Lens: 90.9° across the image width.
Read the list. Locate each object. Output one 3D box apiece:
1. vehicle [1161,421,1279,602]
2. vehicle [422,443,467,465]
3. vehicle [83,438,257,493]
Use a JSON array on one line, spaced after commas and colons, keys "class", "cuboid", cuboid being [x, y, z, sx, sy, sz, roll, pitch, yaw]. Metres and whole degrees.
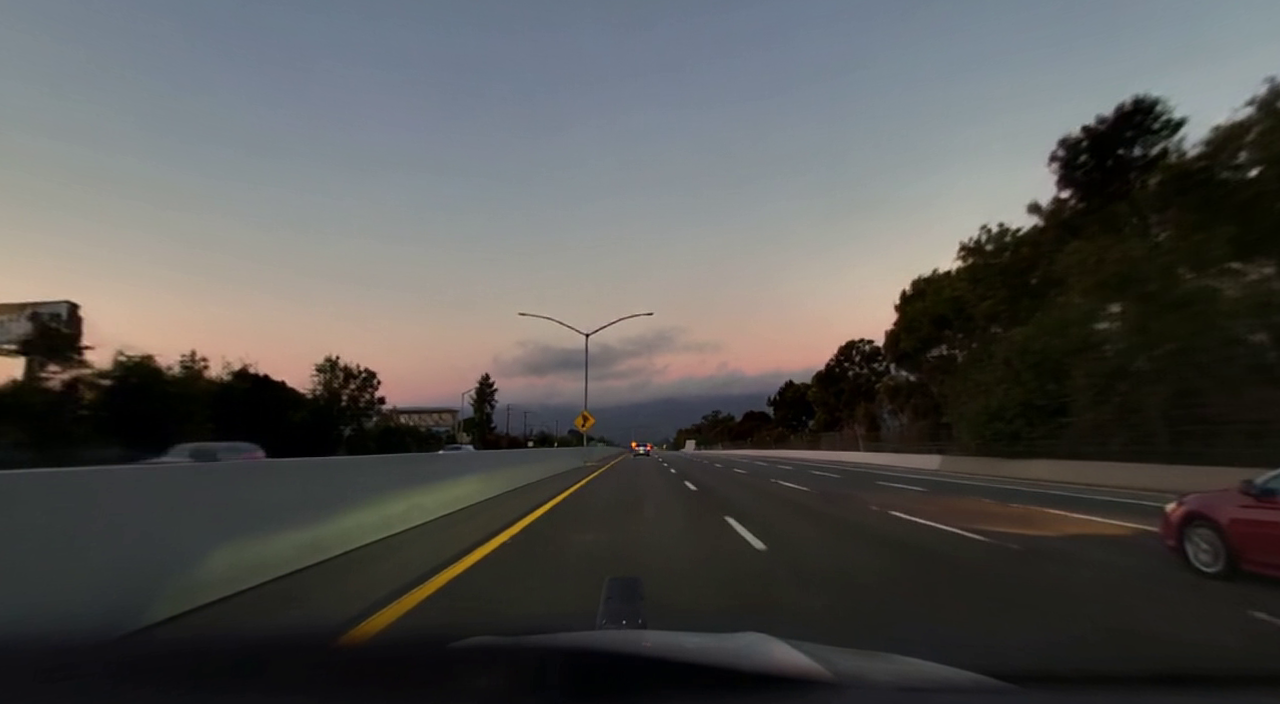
[{"class": "vehicle", "cuboid": [6.472, 1.163, 4.051, 2.093, 1.525, 4.865, 0, -8, 0]}, {"class": "vehicle", "cuboid": [-14.364, 7.511, 46.515, 1.974, 1.539, 4.113, 0, -8, 1]}, {"class": "vehicle", "cuboid": [-14.843, 3.573, 20.341, 2.080, 1.522, 4.585, 0, -8, 0]}]
